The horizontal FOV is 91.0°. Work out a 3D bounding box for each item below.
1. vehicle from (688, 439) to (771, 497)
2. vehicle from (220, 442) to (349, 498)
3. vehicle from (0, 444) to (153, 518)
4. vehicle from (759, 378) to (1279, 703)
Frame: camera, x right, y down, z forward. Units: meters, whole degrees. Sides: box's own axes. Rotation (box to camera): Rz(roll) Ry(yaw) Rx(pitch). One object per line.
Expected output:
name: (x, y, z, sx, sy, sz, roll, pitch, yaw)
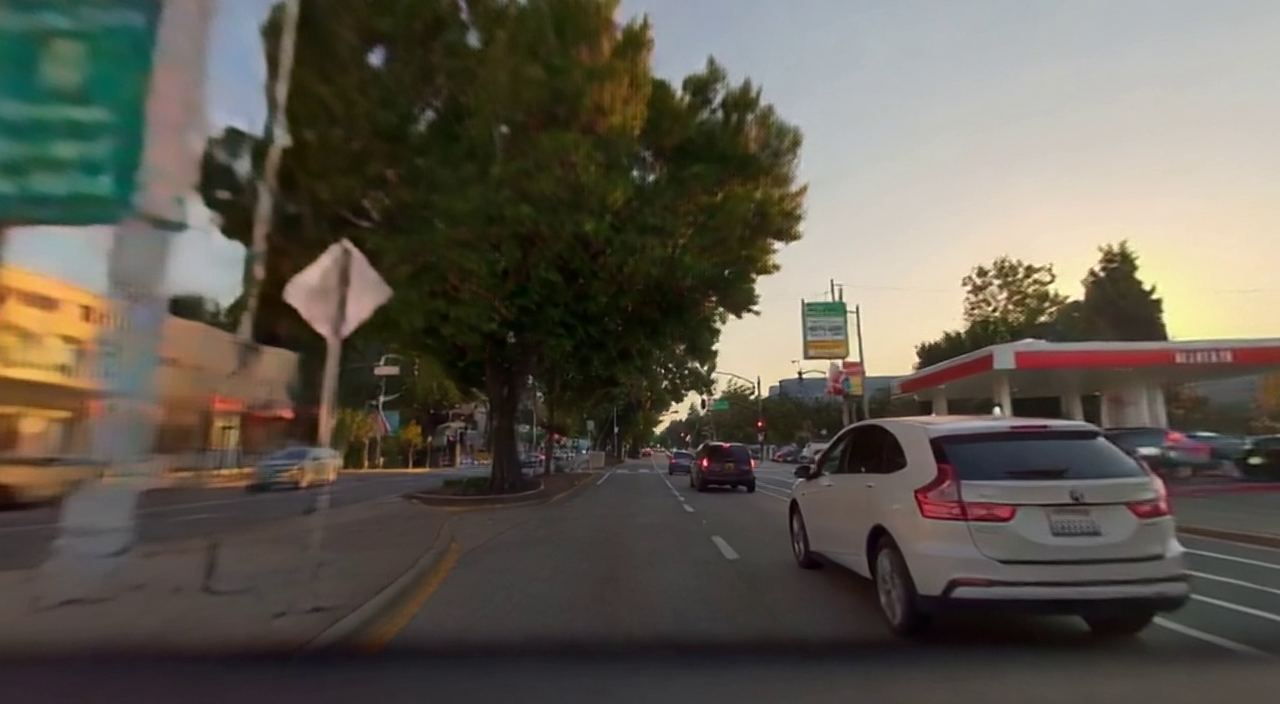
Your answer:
vehicle: (2.759, 3.710, 20.460, 1.999, 1.679, 4.217, 0, -9, -1)
vehicle: (-13.498, 4.462, 24.320, 2.097, 1.912, 4.828, 0, -9, 0)
vehicle: (-17.727, 3.732, 18.749, 2.263, 1.887, 5.170, 0, -9, 0)
vehicle: (2.643, 1.370, 5.700, 2.183, 1.720, 4.842, 0, -9, 0)
